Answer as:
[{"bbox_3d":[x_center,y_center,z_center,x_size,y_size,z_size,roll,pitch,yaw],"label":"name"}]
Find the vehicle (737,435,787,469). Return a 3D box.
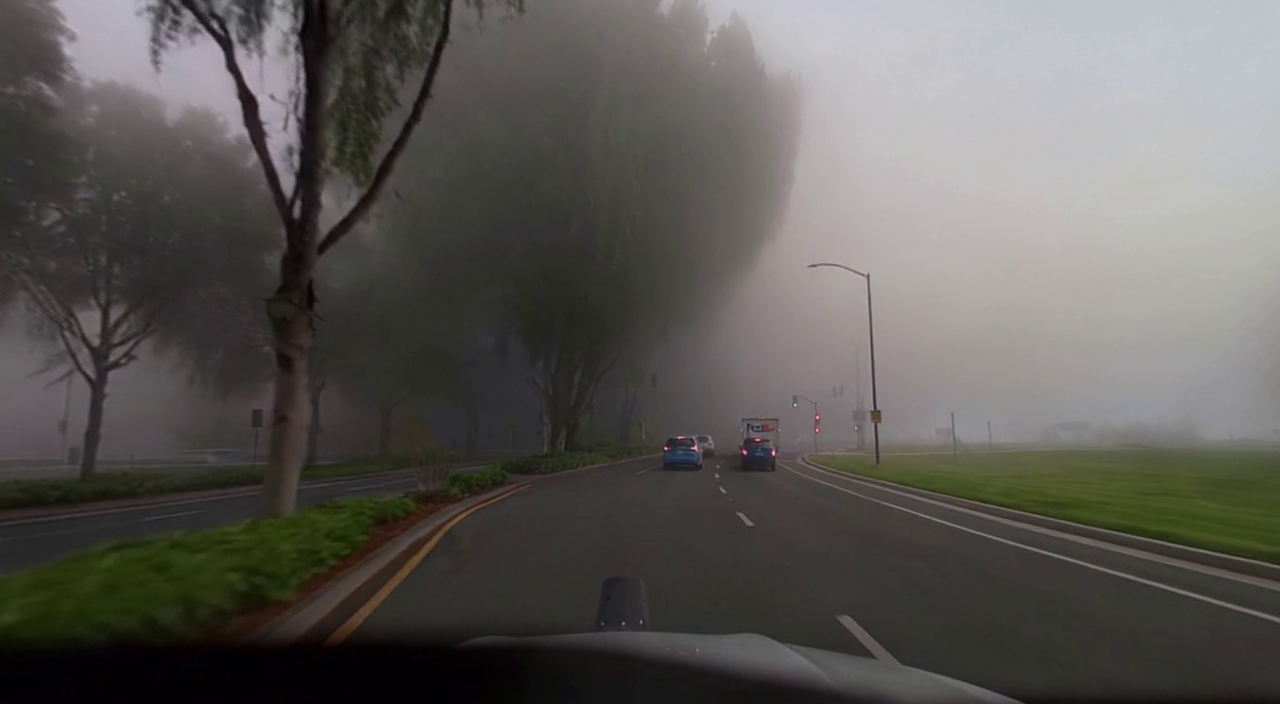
[{"bbox_3d":[5.743,4.761,30.174,1.989,1.497,4.436,-1,-9,6],"label":"vehicle"}]

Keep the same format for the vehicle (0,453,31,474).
[{"bbox_3d":[-49.925,8.705,49.387,3.757,1.518,1.854,-4,-10,27],"label":"vehicle"}]

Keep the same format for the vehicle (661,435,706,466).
[{"bbox_3d":[2.336,5.129,32.824,2.066,1.482,4.273,-1,-9,7],"label":"vehicle"}]
